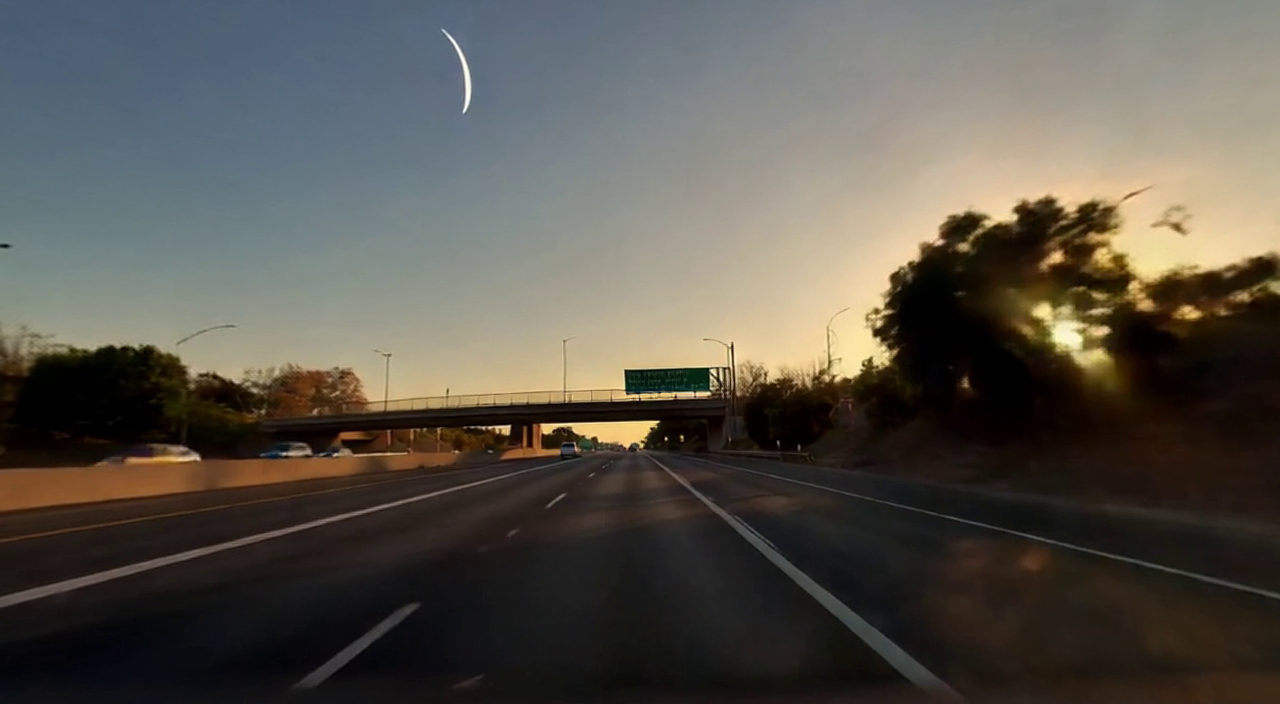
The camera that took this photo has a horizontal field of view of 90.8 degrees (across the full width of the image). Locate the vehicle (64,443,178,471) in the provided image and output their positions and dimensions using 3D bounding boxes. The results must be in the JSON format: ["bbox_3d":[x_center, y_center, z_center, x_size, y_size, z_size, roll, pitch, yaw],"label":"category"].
[{"bbox_3d":[-22.209,4.475,27.251,1.836,1.103,3.676,0,-8,-1],"label":"vehicle"}]

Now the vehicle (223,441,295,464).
[{"bbox_3d":[-28.981,7.636,48.299,2.045,1.631,5.399,0,-8,1],"label":"vehicle"}]
